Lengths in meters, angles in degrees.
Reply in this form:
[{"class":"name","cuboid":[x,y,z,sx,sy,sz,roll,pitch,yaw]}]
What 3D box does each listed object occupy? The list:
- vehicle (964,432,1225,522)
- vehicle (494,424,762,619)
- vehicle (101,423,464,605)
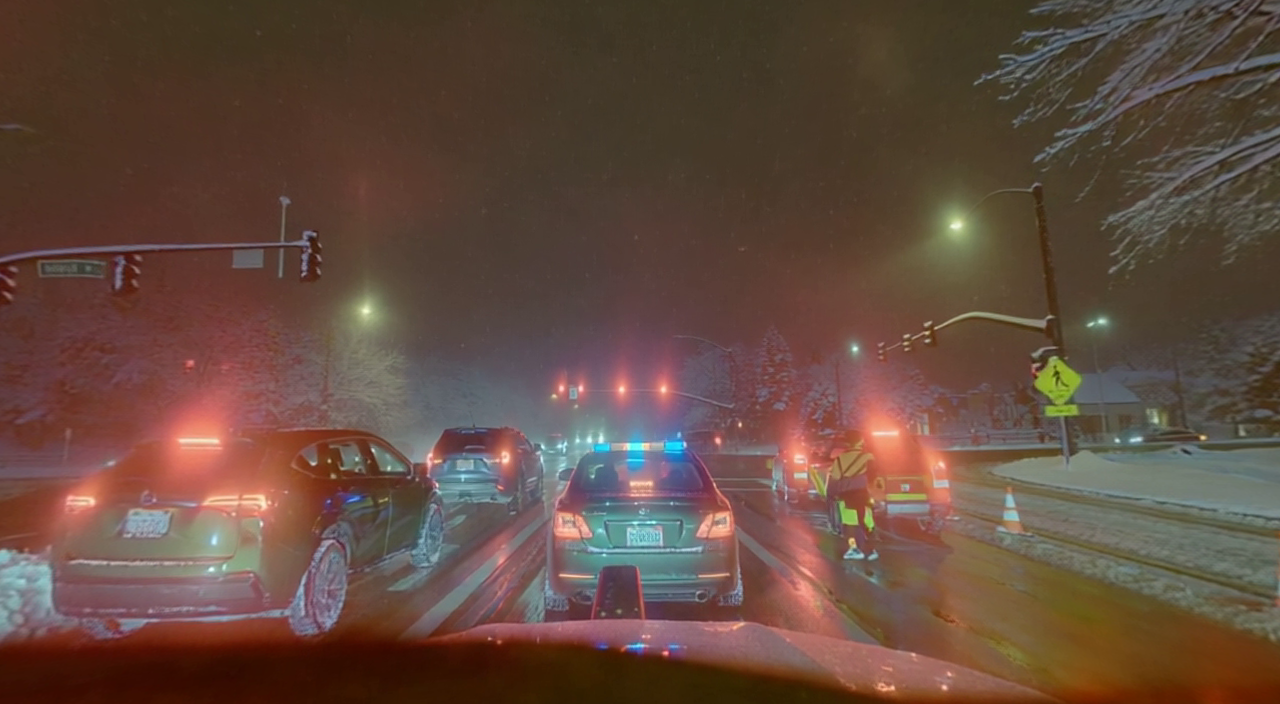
[{"class":"vehicle","cuboid":[9.334,2.583,13.593,1.957,1.576,4.670,0,-9,-3]},{"class":"vehicle","cuboid":[-0.136,1.632,7.094,2.061,1.486,4.332,0,-8,-1]},{"class":"vehicle","cuboid":[-3.604,1.676,7.402,1.863,1.526,4.006,0,-8,1]}]
